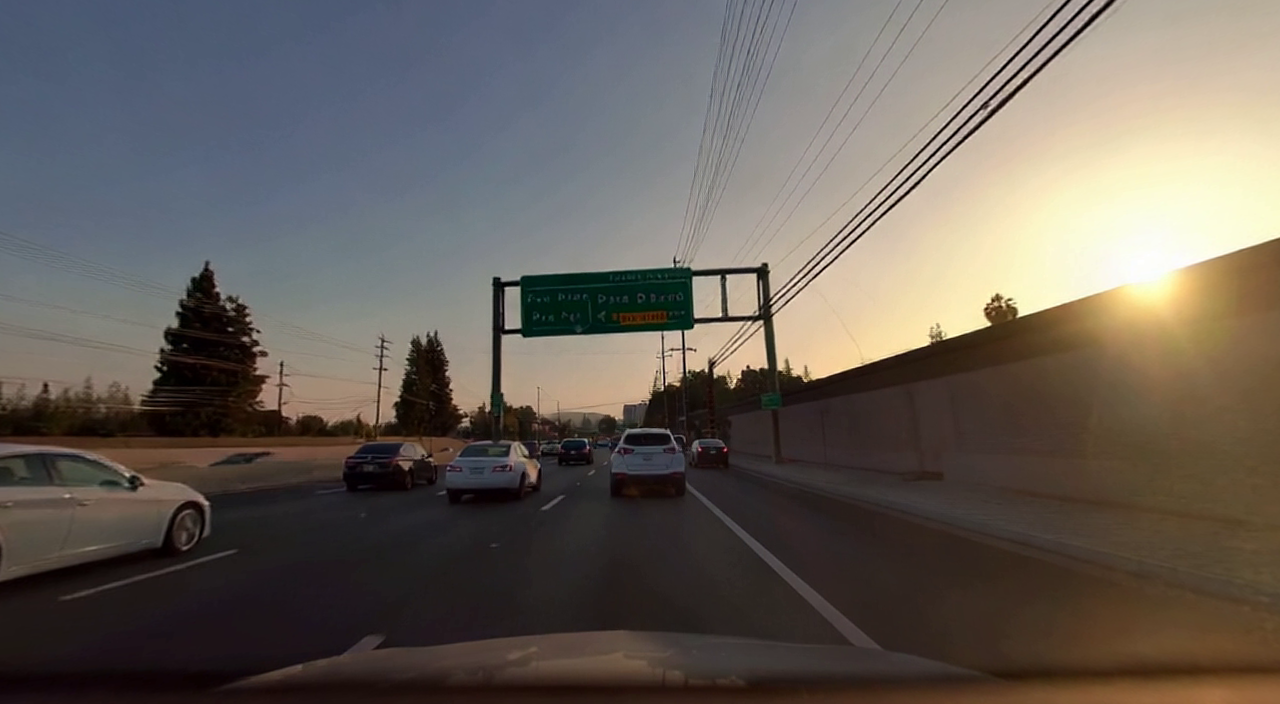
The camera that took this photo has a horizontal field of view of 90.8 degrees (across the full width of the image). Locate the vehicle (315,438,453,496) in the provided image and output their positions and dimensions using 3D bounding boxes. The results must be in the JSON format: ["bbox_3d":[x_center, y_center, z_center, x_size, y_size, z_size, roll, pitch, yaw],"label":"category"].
[{"bbox_3d":[-7.133,3.234,18.254,1.959,1.435,4.719,0,-8,1],"label":"vehicle"}]

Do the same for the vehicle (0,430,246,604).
[{"bbox_3d":[-6.389,1.550,6.409,1.958,1.447,4.454,0,-8,-1],"label":"vehicle"}]

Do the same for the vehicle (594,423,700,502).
[{"bbox_3d":[0.145,2.690,15.740,2.284,1.699,4.168,0,-8,0],"label":"vehicle"}]

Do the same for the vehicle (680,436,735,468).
[{"bbox_3d":[3.249,4.924,31.407,2.197,1.464,4.356,0,-8,-1],"label":"vehicle"}]

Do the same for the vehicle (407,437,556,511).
[{"bbox_3d":[-3.417,2.733,14.731,2.203,1.425,4.610,0,-8,1],"label":"vehicle"}]

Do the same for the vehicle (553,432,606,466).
[{"bbox_3d":[-3.240,5.316,34.759,2.353,1.773,4.286,0,-8,1],"label":"vehicle"}]
